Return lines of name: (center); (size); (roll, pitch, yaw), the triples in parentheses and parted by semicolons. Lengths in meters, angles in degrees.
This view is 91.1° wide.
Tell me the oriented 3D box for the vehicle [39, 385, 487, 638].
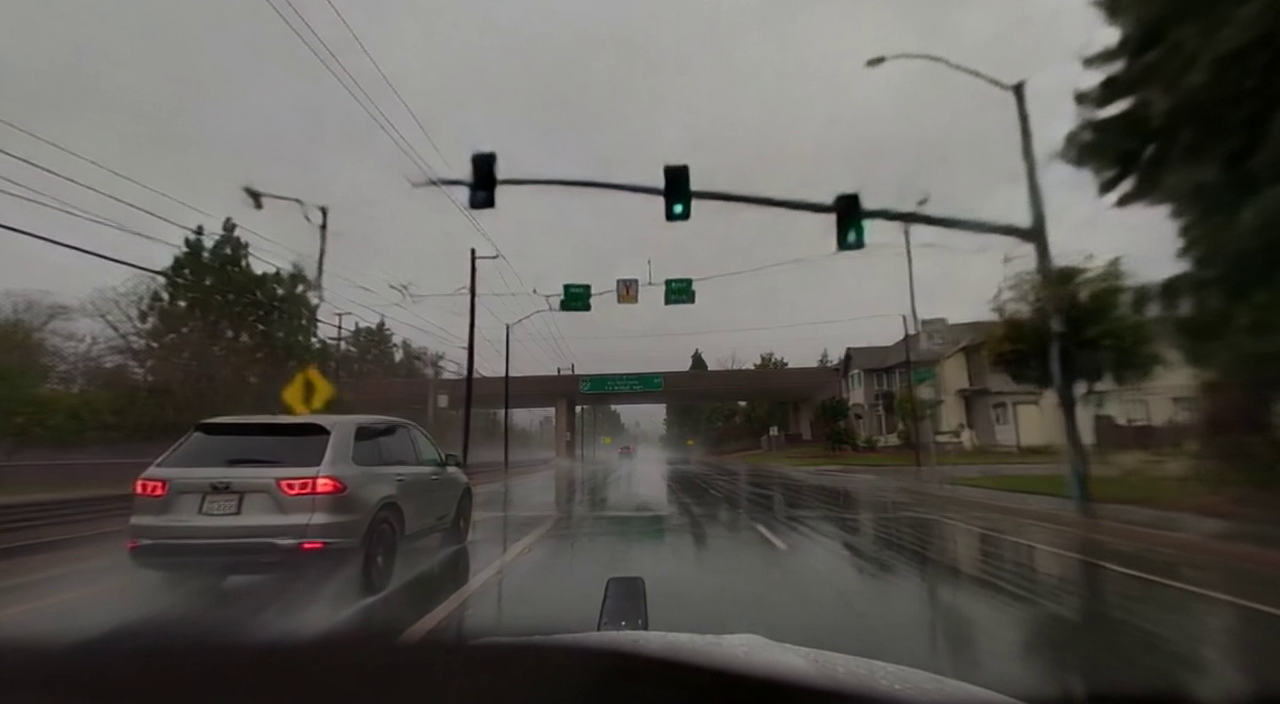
vehicle: (-3.092, 1.396, 6.492); (1.882, 1.704, 4.335); (0, -8, 1)
